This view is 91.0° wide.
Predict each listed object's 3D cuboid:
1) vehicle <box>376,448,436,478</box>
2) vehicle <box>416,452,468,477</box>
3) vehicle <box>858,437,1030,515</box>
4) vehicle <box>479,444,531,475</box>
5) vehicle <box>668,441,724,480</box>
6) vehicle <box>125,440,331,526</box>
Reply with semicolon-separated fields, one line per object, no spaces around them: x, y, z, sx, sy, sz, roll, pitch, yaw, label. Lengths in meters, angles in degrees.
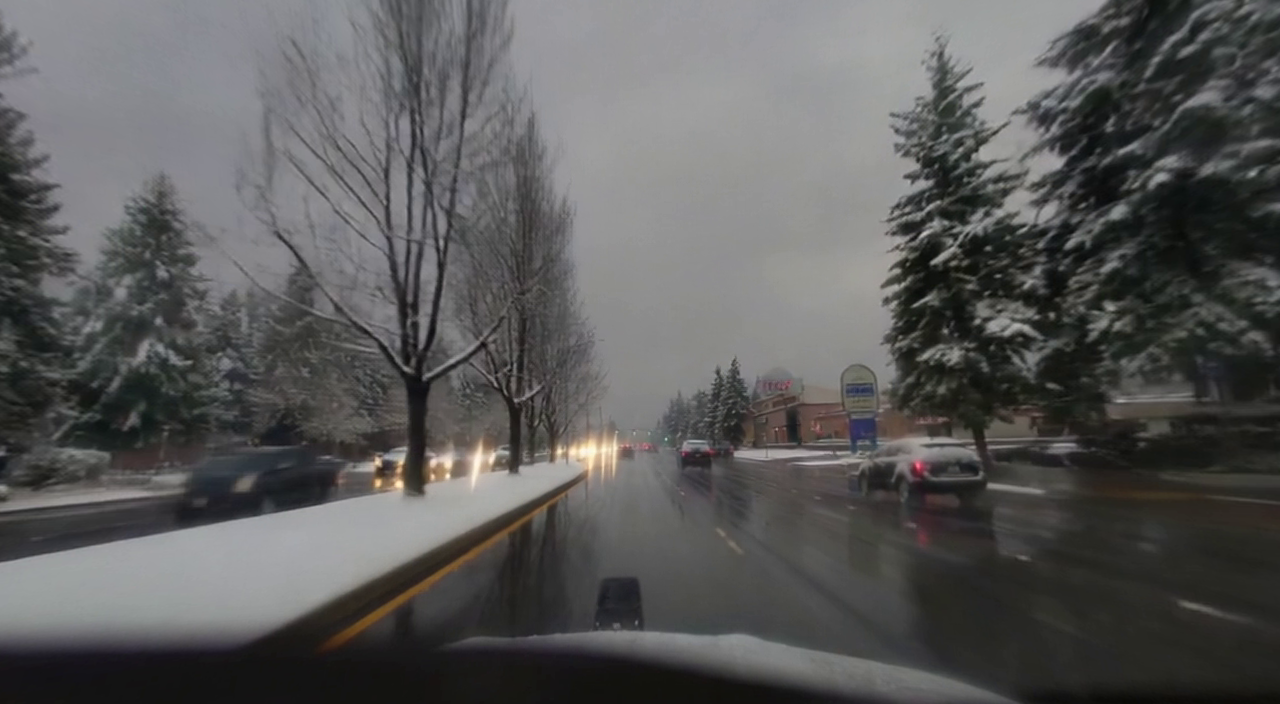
-17.092;8.099;46.314;2.312;2.062;5.741;0;-9;-1;vehicle
-12.680;7.207;40.605;1.951;1.475;4.480;0;-9;-1;vehicle
6.833;2.825;14.763;1.886;1.528;4.169;0;-9;-1;vehicle
-9.169;7.325;43.189;2.234;1.922;5.699;0;-9;0;vehicle
2.557;5.067;29.649;2.161;1.676;4.151;1;-9;-2;vehicle
-9.251;2.948;14.695;1.968;1.684;4.265;1;-9;-2;vehicle
